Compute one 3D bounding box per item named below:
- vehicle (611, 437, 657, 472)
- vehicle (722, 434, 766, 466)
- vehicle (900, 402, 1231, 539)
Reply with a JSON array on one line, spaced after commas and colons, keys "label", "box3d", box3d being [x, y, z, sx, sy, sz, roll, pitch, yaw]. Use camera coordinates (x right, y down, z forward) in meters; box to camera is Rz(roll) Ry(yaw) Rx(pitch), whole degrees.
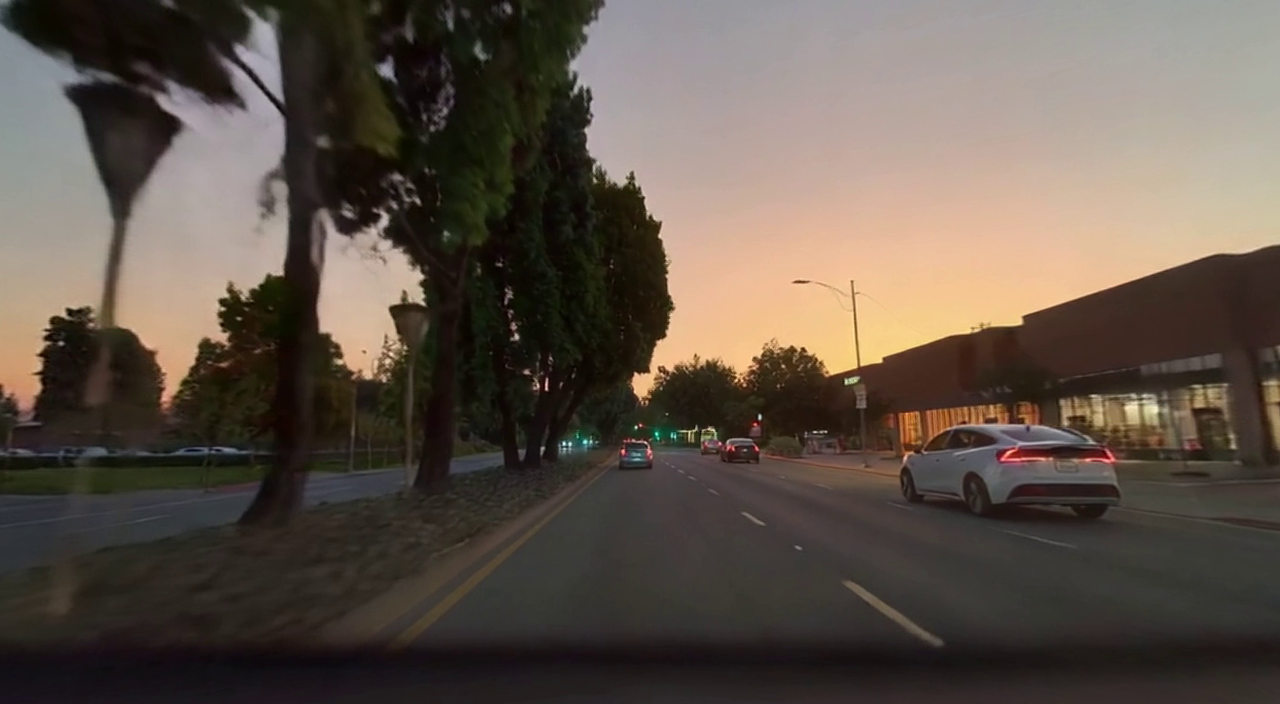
[{"label": "vehicle", "box3d": [-0.291, 4.909, 30.502, 2.037, 1.568, 3.693, 0, -8, -1]}, {"label": "vehicle", "box3d": [6.496, 6.193, 40.035, 1.955, 1.845, 4.538, 0, -8, -1]}, {"label": "vehicle", "box3d": [7.206, 2.087, 11.839, 2.240, 1.923, 5.678, 0, -8, 0]}]
